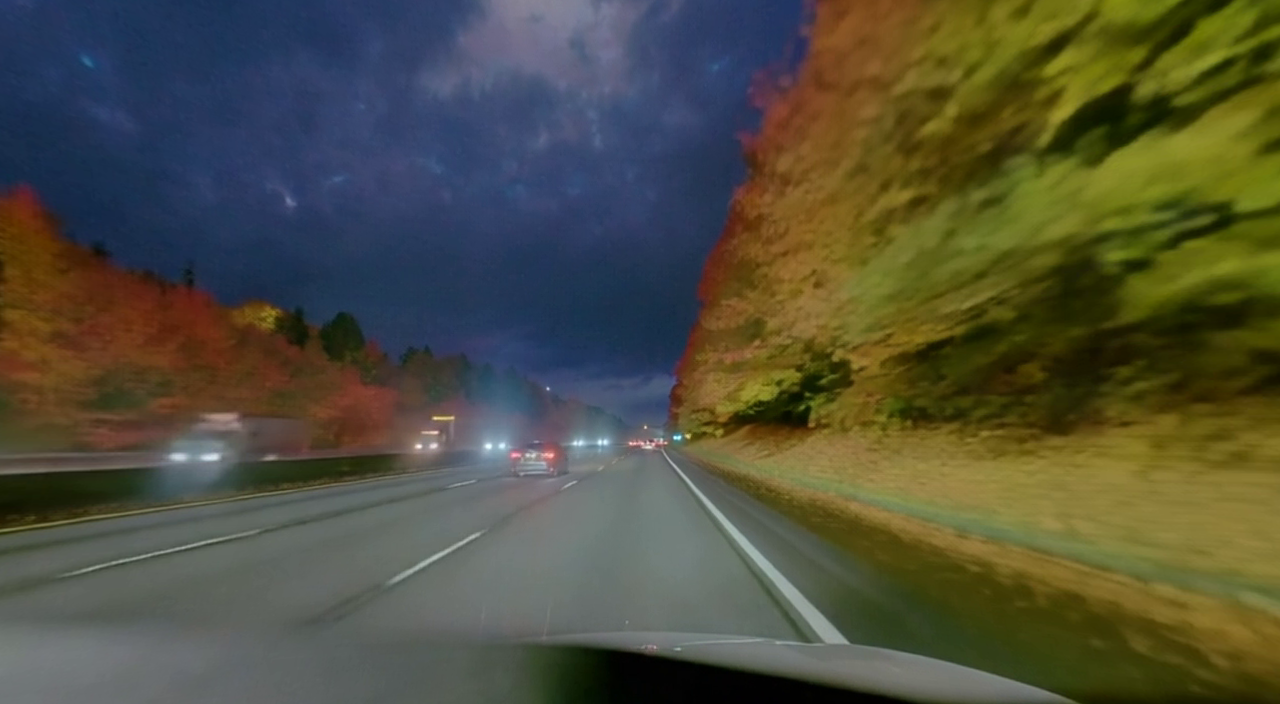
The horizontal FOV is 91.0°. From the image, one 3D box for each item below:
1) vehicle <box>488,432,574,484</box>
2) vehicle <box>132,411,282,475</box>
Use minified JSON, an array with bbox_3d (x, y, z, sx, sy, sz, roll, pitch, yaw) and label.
[{"bbox_3d":[-3.757,3.750,22.536,2.123,1.643,4.479,0,-8,2],"label":"vehicle"},{"bbox_3d":[-22.573,4.820,33.426,2.594,2.987,7.320,0,-8,1],"label":"vehicle"}]
